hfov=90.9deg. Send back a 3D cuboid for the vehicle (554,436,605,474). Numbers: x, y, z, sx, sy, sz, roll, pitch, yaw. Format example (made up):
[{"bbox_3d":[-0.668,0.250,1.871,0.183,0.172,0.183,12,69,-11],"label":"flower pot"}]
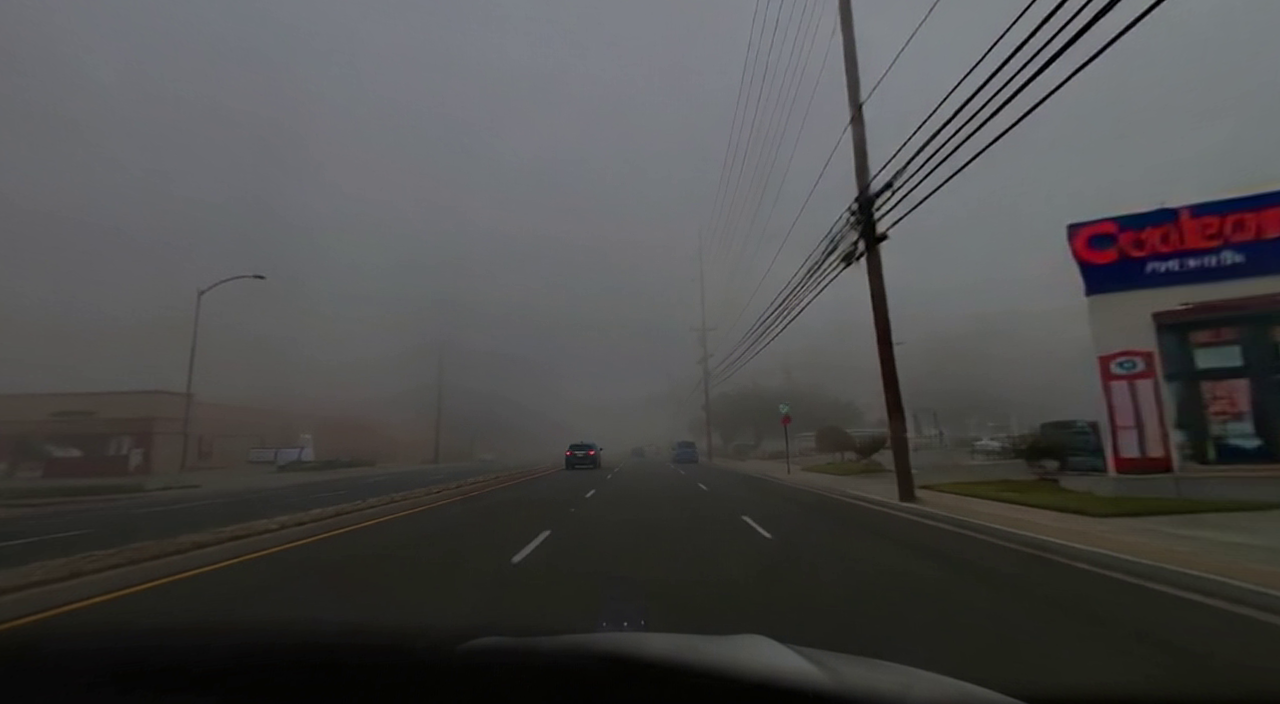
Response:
[{"bbox_3d":[-2.846,4.942,30.474,2.047,1.664,4.148,0,-9,0],"label":"vehicle"}]

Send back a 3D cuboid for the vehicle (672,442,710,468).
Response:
[{"bbox_3d":[2.972,6.096,37.511,1.978,1.455,4.195,0,-9,2],"label":"vehicle"}]
